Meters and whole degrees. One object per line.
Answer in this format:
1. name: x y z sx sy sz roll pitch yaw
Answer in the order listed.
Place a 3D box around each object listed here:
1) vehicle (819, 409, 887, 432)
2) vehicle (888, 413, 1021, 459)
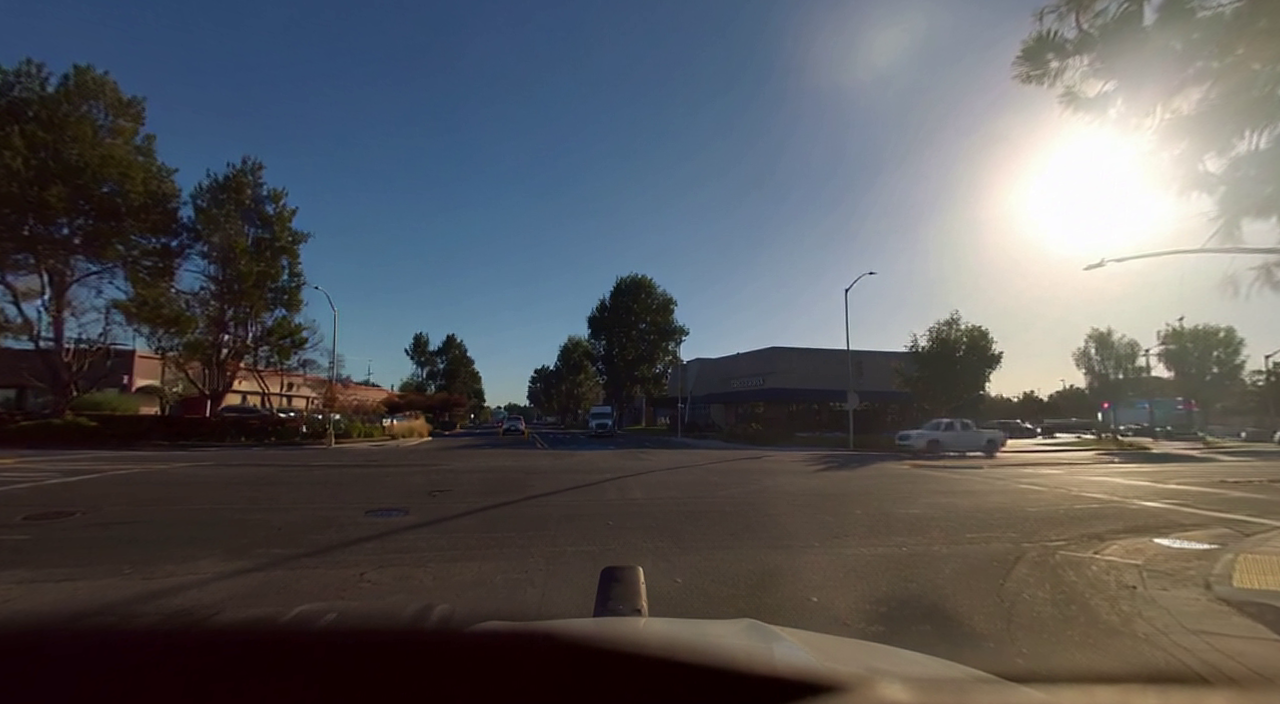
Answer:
1. vehicle: 15.150 4.932 44.643 4.674 1.483 1.745 4 -9 -26
2. vehicle: 13.800 3.716 27.536 5.333 1.837 2.124 3 -9 -22
